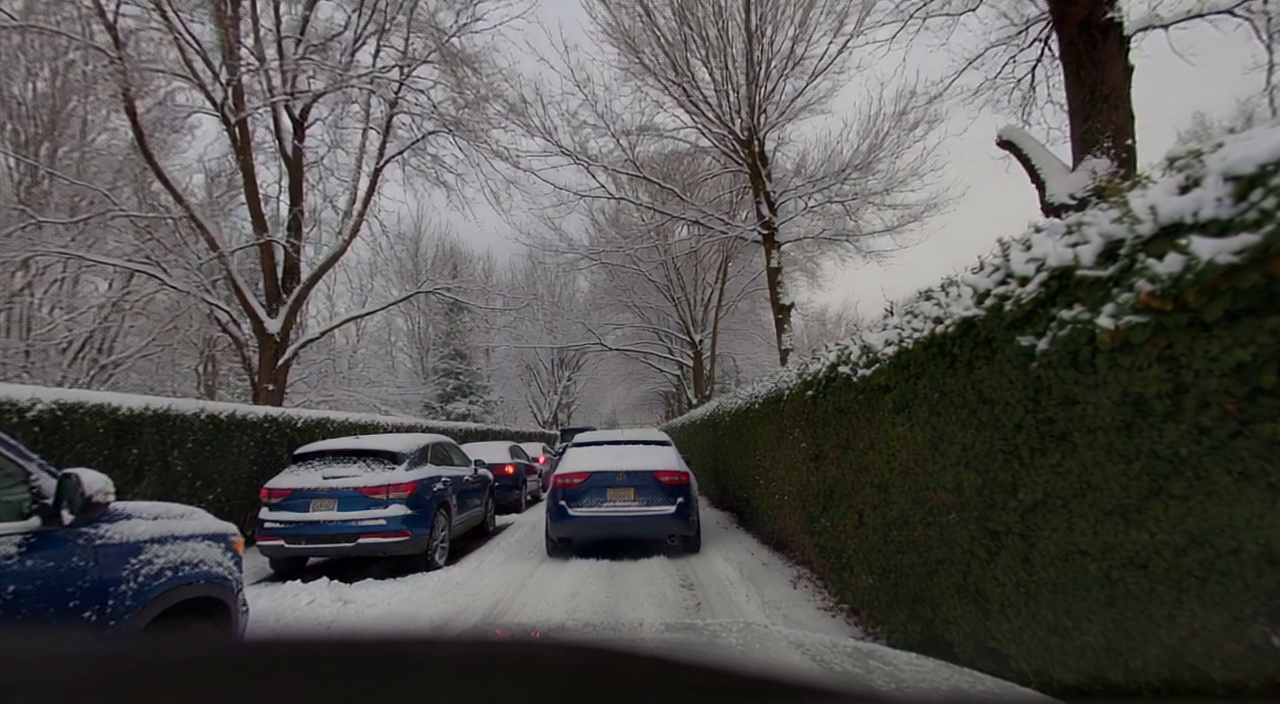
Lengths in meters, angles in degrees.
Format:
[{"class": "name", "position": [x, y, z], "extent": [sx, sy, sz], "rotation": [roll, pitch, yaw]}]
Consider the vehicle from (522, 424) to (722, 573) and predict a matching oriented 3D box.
[{"class": "vehicle", "position": [-0.226, 1.897, 8.849], "extent": [2.154, 1.581, 4.007], "rotation": [0, -9, -1]}]

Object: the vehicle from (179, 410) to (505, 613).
[{"class": "vehicle", "position": [-3.410, 1.864, 8.334], "extent": [2.256, 1.728, 4.421], "rotation": [-6, -8, -2]}]

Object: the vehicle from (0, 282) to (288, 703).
[{"class": "vehicle", "position": [-3.284, 0.678, 1.267], "extent": [2.205, 1.913, 5.327], "rotation": [-5, -8, -2]}]
